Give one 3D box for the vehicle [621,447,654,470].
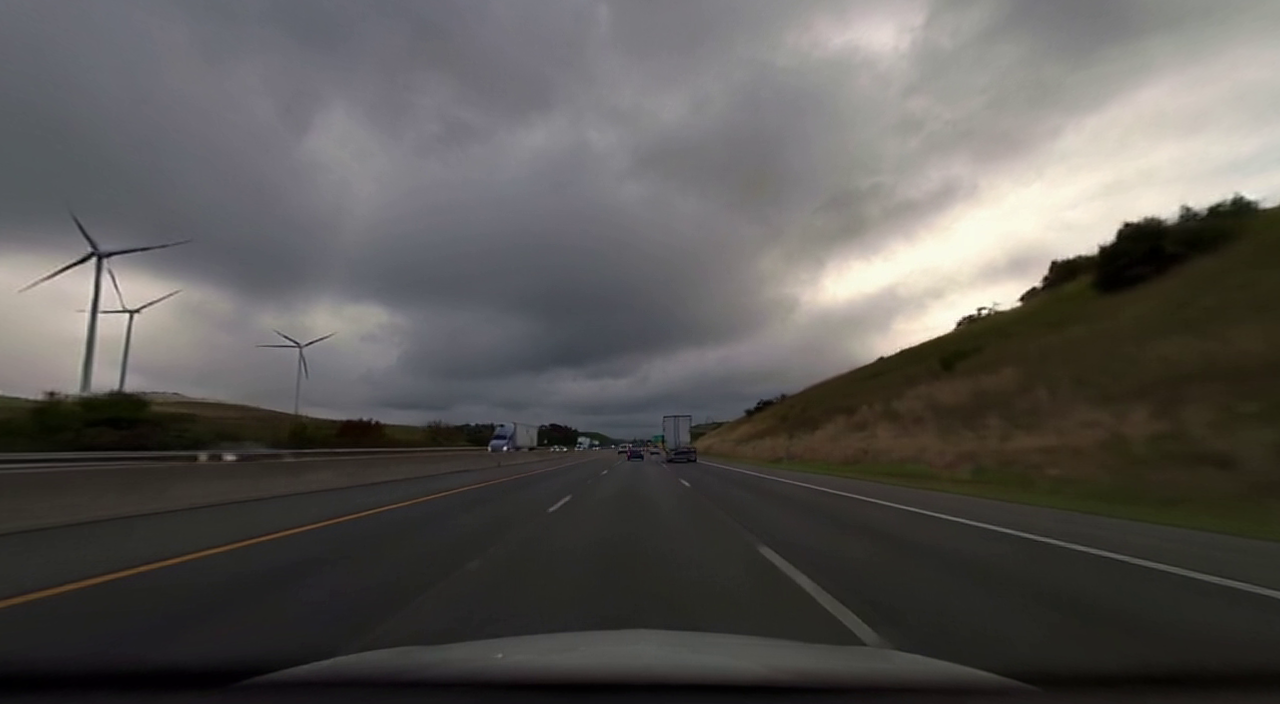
[{"bbox_3d":[-0.190,7.265,43.150,2.209,1.453,3.695,0,-9,-1],"label":"vehicle"}]
